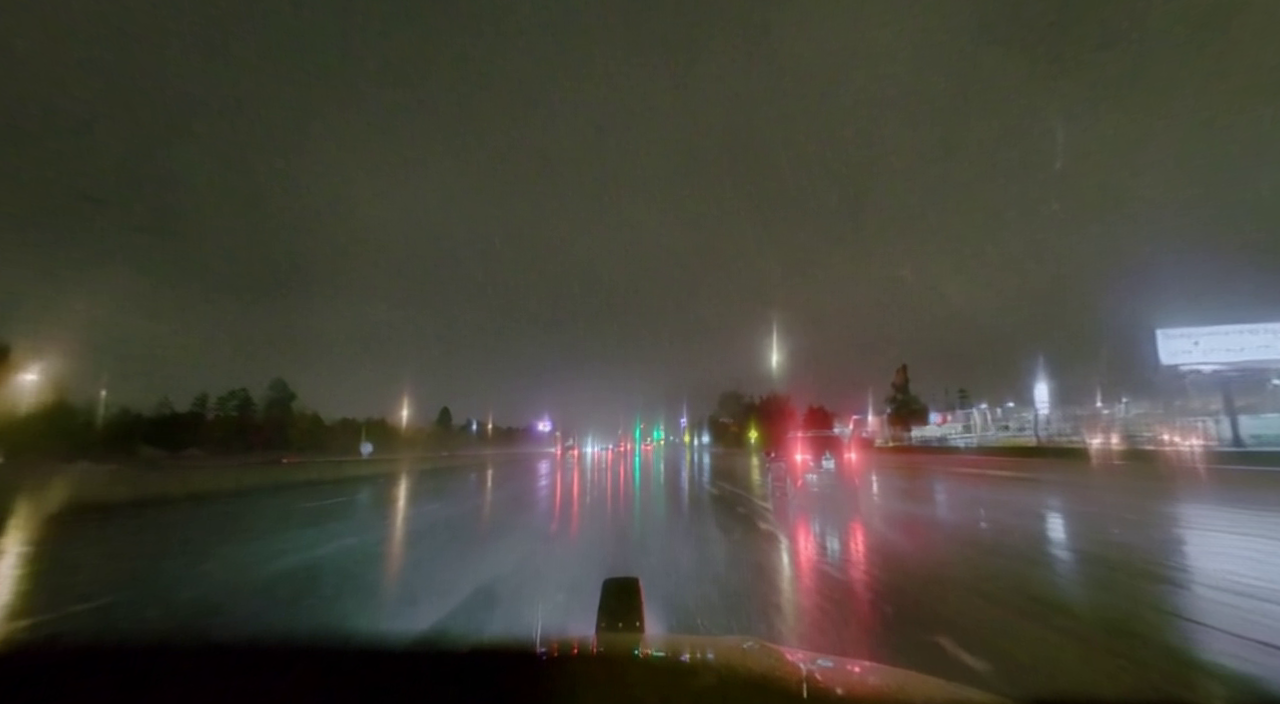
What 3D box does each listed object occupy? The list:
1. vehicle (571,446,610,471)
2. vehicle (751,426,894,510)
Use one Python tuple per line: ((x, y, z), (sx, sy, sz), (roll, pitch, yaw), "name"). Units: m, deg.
((-3.103, 6.785, 40.317), (2.139, 1.510, 4.506), (0, -9, 0), "vehicle")
((4.296, 2.816, 15.756), (2.109, 1.764, 4.704), (0, -9, 0), "vehicle")
